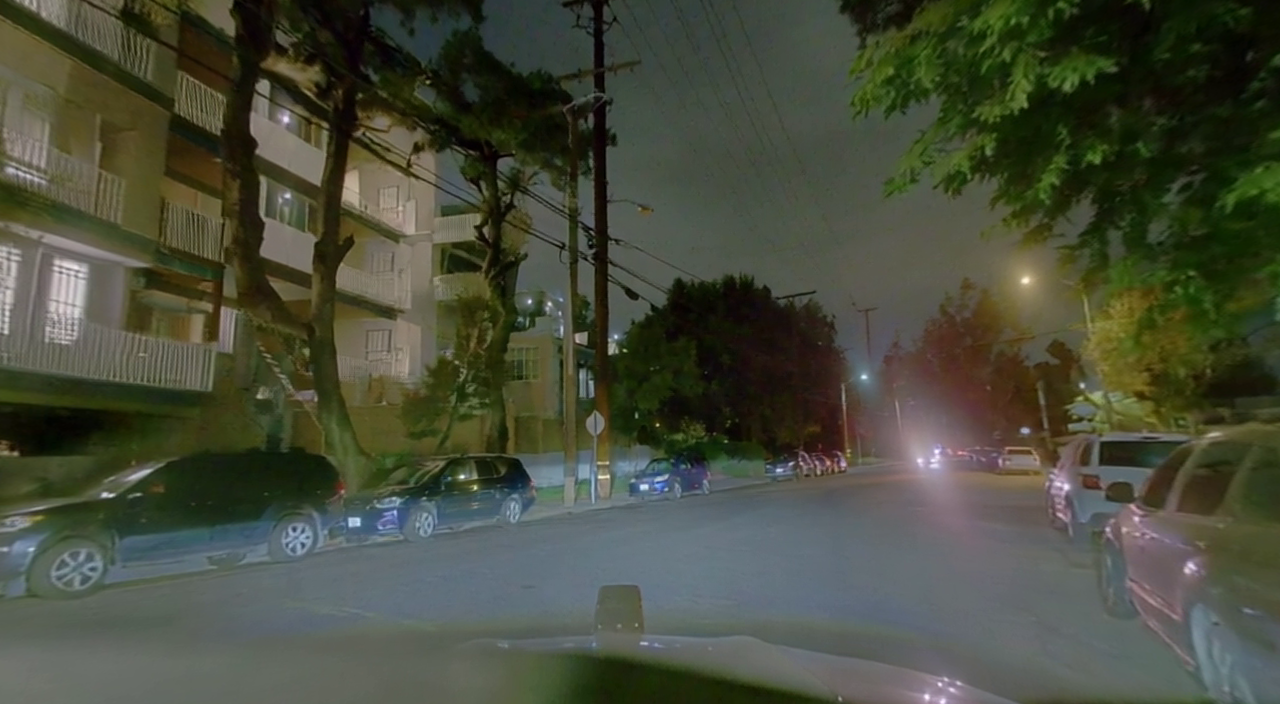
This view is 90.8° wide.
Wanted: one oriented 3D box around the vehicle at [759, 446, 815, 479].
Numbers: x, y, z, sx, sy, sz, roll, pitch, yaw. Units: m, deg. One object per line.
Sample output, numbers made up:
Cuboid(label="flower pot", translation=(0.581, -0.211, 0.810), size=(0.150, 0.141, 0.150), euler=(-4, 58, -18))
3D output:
Cuboid(label="vehicle", translation=(8.758, 6.470, 37.316), size=(2.011, 1.801, 4.676), euler=(-5, -10, 28))

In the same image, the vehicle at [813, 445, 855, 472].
Cuboid(label="vehicle", translation=(14.920, 8.215, 48.342), size=(1.953, 1.699, 4.234), euler=(-10, -16, 29))

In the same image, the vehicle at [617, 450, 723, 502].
Cuboid(label="vehicle", translation=(1.246, 4.635, 23.931), size=(2.017, 1.582, 4.664), euler=(-12, -13, 27))

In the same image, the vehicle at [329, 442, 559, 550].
Cuboid(label="vehicle", translation=(-3.911, 2.991, 13.483), size=(2.068, 1.745, 4.579), euler=(-11, -14, 24))

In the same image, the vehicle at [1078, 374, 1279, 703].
Cuboid(label="vehicle", translation=(3.686, 1.035, 3.053), size=(2.030, 1.535, 4.683), euler=(-5, -10, 29))

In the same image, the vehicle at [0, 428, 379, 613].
Cuboid(label="vehicle", translation=(-6.440, 2.220, 8.845), size=(1.973, 1.848, 5.100), euler=(-12, -14, 24))
